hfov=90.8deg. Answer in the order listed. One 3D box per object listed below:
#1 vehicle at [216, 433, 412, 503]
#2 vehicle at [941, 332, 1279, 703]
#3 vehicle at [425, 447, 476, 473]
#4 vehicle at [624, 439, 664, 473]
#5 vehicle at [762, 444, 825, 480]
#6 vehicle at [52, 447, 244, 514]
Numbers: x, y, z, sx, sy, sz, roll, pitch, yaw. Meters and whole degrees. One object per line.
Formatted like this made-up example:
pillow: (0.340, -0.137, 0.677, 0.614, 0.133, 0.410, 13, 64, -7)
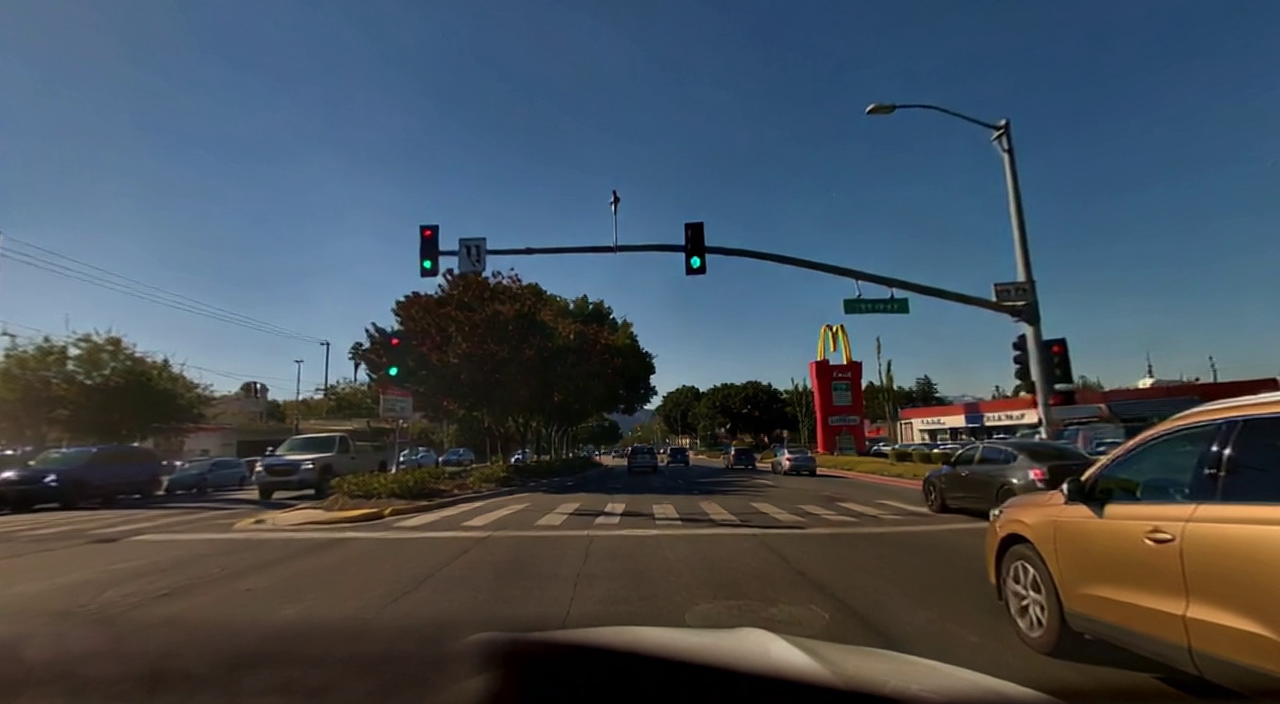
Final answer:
vehicle: (-10.517, 3.812, 21.431, 2.909, 1.956, 6.908, 0, -9, 1)
vehicle: (3.427, 0.845, 2.706, 2.076, 1.716, 4.416, 0, -9, 0)
vehicle: (-14.045, 8.031, 47.212, 2.159, 1.836, 5.038, 0, -9, 1)
vehicle: (0.187, 6.510, 39.716, 2.402, 1.938, 4.535, 0, -9, -1)
vehicle: (6.952, 5.004, 28.959, 1.879, 1.517, 4.006, 0, -9, 0)
vehicle: (-14.058, 3.652, 18.514, 2.015, 1.679, 4.535, 0, -9, -1)
